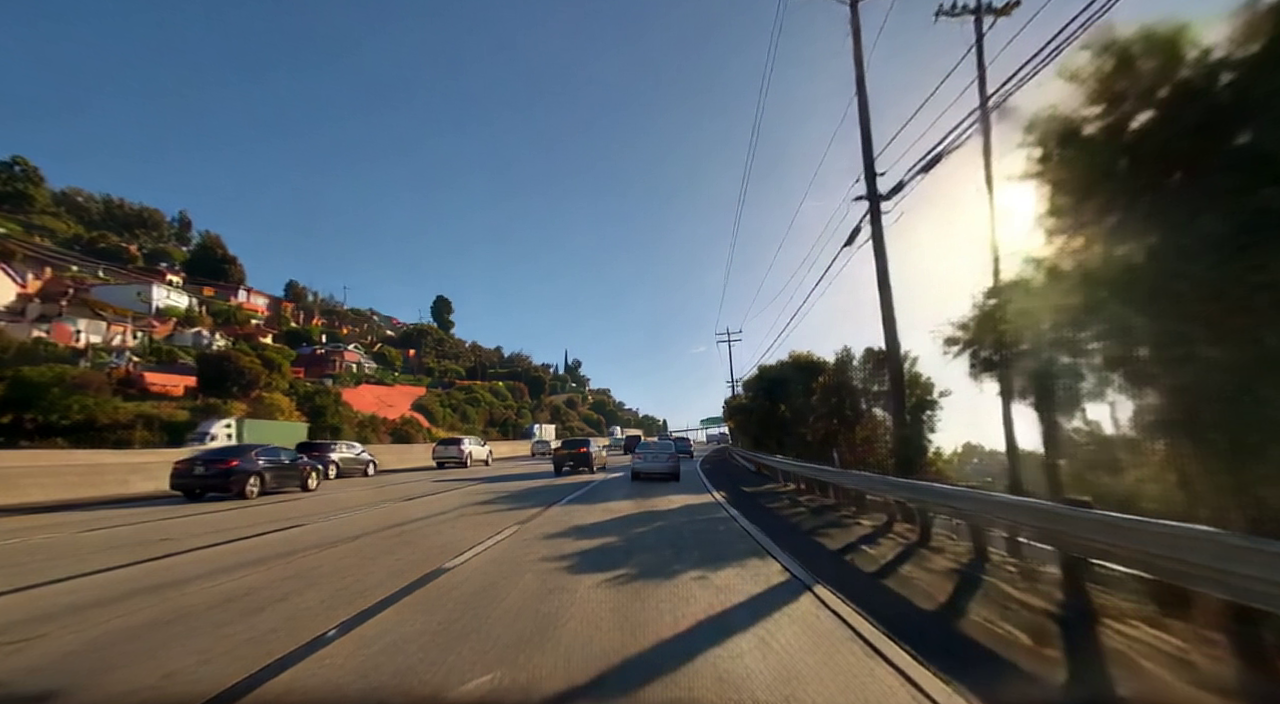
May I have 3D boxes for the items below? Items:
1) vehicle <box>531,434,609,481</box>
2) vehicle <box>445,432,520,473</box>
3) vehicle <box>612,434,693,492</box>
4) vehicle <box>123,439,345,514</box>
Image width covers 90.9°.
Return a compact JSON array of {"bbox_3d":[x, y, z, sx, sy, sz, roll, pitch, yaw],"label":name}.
[{"bbox_3d":[-2.604,4.054,24.538,2.121,1.639,4.383,-1,-8,6],"label":"vehicle"},{"bbox_3d":[-7.636,4.939,31.165,2.080,1.833,4.461,-1,-8,7],"label":"vehicle"},{"bbox_3d":[0.455,3.159,18.318,2.109,1.495,3.935,-1,-8,4],"label":"vehicle"},{"bbox_3d":[-9.177,2.812,14.850,1.959,1.469,4.450,-1,-8,5],"label":"vehicle"}]
